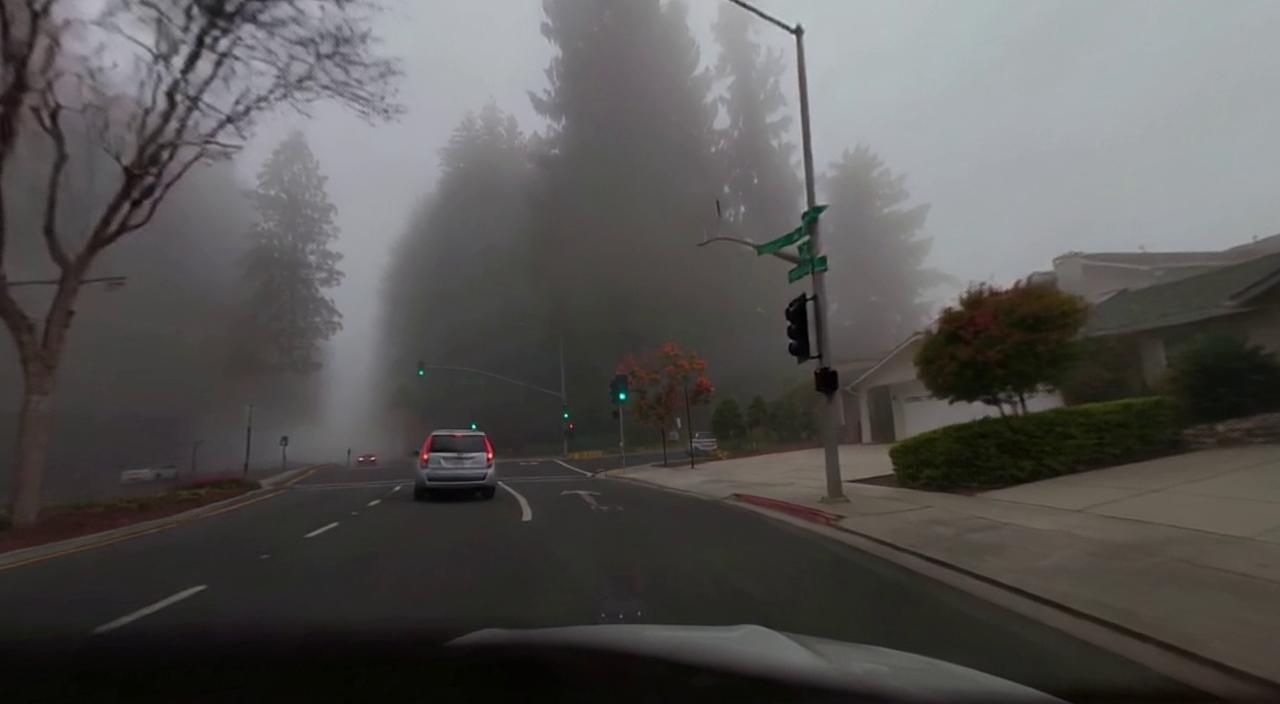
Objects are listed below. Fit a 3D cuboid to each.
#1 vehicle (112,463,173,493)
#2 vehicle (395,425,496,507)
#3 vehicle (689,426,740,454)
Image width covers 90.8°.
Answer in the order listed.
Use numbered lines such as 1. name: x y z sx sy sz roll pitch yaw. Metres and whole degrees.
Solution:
1. vehicle: -31.625 7.972 40.299 1.943 1.677 4.176 4 -9 -23
2. vehicle: -4.676 2.723 15.534 1.990 1.707 4.225 2 -9 -15
3. vehicle: 4.201 5.072 36.353 1.911 1.516 4.251 1 -8 -8
